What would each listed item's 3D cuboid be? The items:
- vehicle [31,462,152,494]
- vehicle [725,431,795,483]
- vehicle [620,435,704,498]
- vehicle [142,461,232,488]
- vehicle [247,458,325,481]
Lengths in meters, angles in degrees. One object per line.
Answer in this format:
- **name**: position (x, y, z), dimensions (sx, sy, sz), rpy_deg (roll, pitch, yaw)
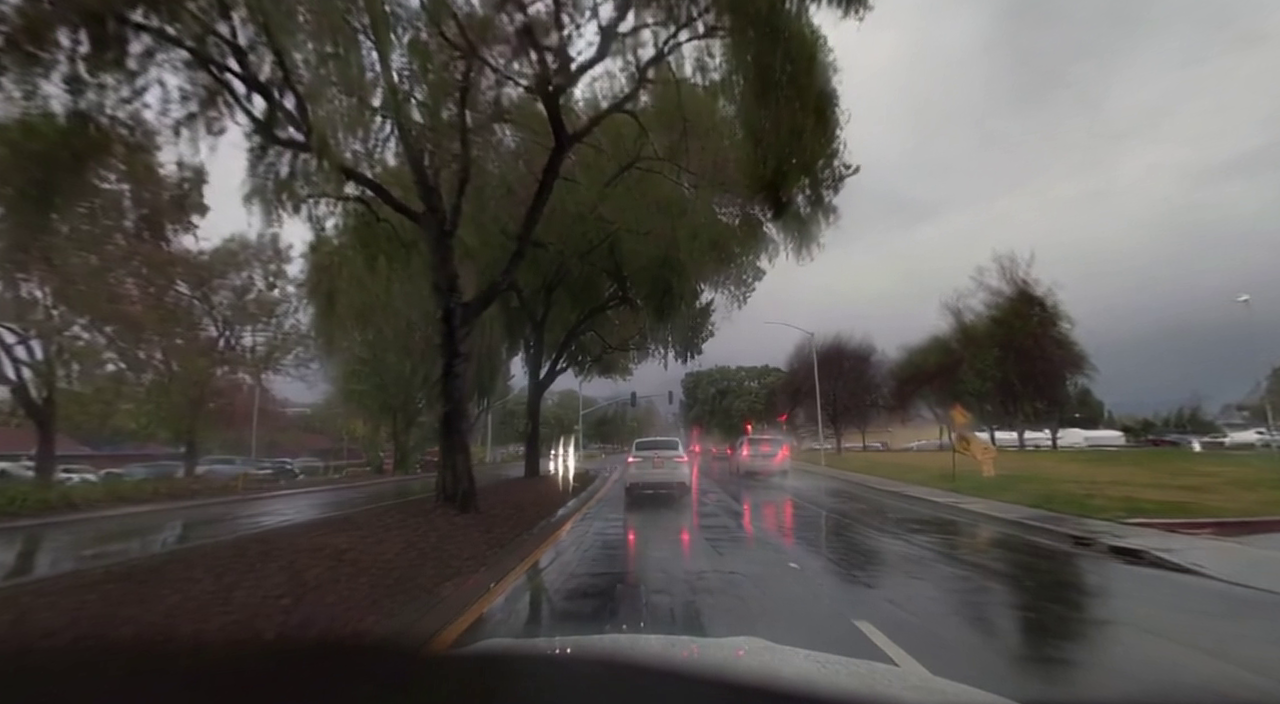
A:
- **vehicle**: position (-27.929, 6.390, 32.195), dimensions (4.366, 1.486, 2.072), rpy_deg (-1, -8, 4)
- **vehicle**: position (4.580, 4.080, 24.853), dimensions (1.953, 1.818, 5.299), rpy_deg (-1, -8, 3)
- **vehicle**: position (0.620, 3.257, 18.331), dimensions (2.154, 1.585, 3.997), rpy_deg (-1, -8, 2)
- **vehicle**: position (-26.800, 7.242, 37.352), dimensions (4.011, 1.473, 1.913), rpy_deg (-2, -8, 9)
- **vehicle**: position (-25.008, 8.308, 44.638), dimensions (4.374, 1.502, 1.925), rpy_deg (-1, -8, 5)
